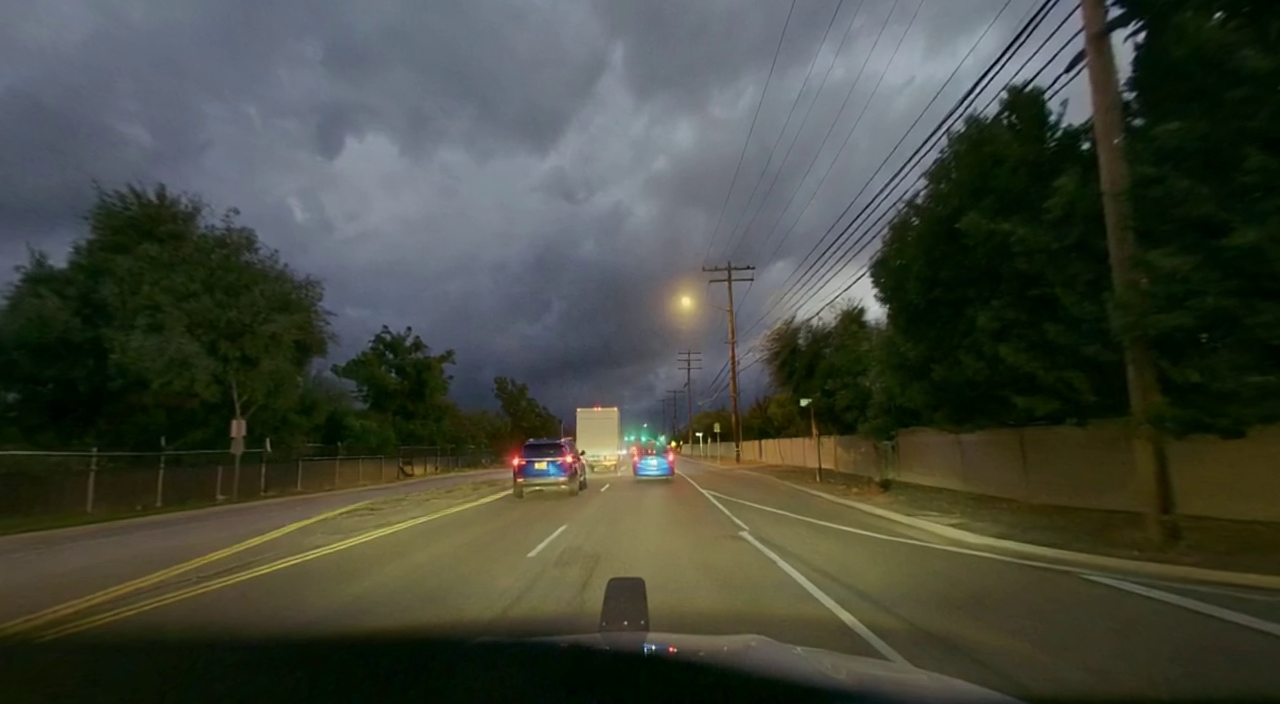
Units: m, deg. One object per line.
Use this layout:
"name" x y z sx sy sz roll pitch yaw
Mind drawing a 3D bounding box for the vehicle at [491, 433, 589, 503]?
"vehicle" -2.873 3.463 19.155 2.093 1.832 4.508 0 -9 2

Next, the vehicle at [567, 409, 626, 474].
"vehicle" -2.567 5.868 40.825 2.928 3.658 10.953 0 -9 1

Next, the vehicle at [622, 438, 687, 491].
"vehicle" 0.509 4.109 23.289 2.174 1.749 4.113 0 -9 0
